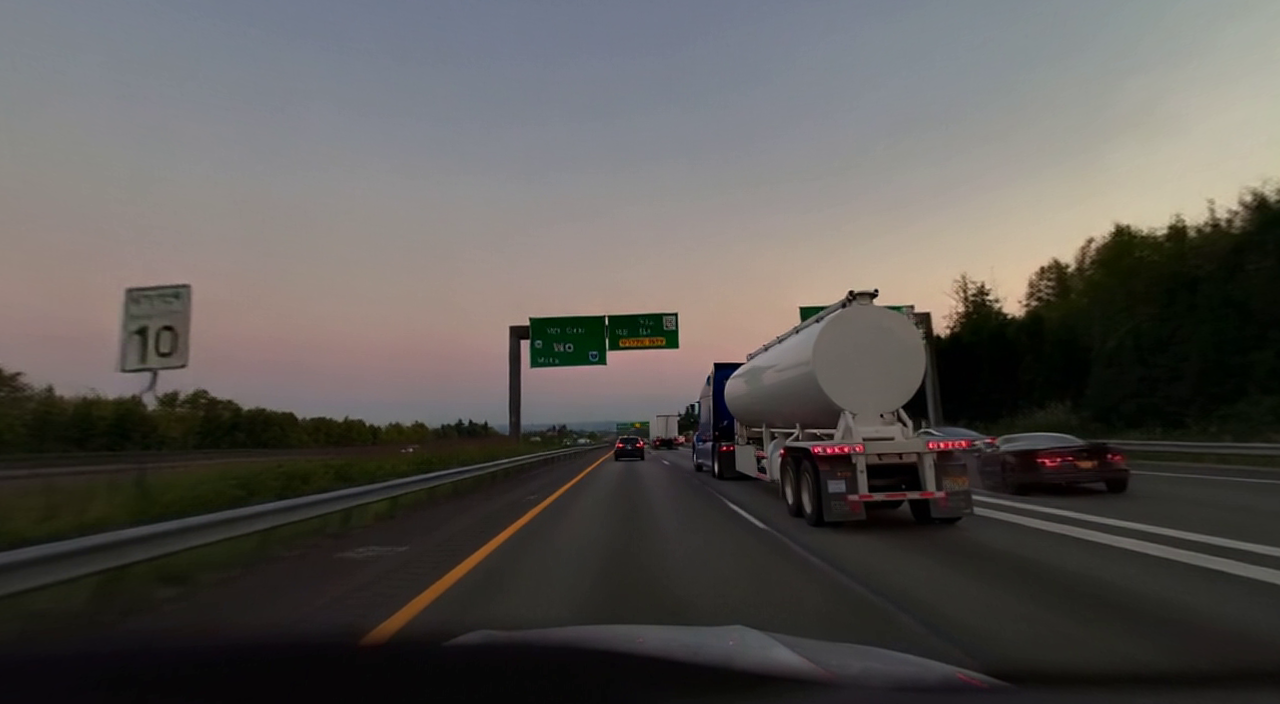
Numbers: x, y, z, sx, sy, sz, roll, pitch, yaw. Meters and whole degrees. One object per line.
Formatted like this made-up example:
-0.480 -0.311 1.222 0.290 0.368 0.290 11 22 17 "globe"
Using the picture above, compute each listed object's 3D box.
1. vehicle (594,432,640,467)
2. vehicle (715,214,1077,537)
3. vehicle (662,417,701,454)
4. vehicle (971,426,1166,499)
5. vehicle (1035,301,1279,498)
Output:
-1.022 4.428 28.878 2.000 1.510 3.518 0 -8 -1 "vehicle"
3.579 0.848 12.212 2.826 3.905 9.262 0 -8 -2 "vehicle"
3.143 6.551 49.417 2.475 2.782 4.986 0 -8 -3 "vehicle"
9.848 2.531 14.926 1.739 1.471 3.889 0 -8 -3 "vehicle"
14.791 1.293 15.498 2.878 4.124 10.050 1 -8 -5 "vehicle"
